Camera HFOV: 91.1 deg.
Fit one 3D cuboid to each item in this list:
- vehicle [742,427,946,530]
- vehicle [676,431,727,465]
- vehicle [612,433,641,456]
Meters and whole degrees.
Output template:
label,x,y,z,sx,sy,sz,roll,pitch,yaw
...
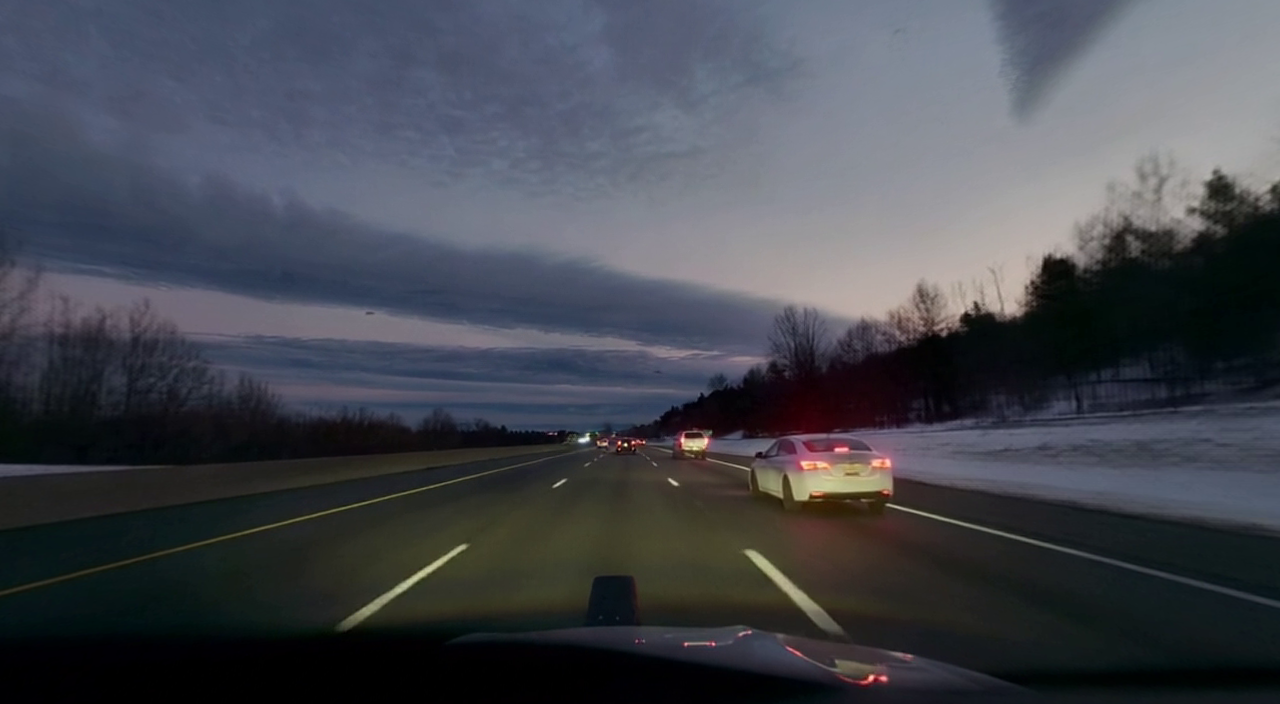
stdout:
label,x,y,z,sx,sy,sz,roll,pitch,yaw
vehicle,3.376,2.175,11.599,2.056,1.479,4.660,0,-8,-2
vehicle,3.180,5.089,33.538,2.098,1.677,4.275,0,-8,-2
vehicle,-1.097,7.246,49.291,2.182,1.680,4.253,0,-8,-2
